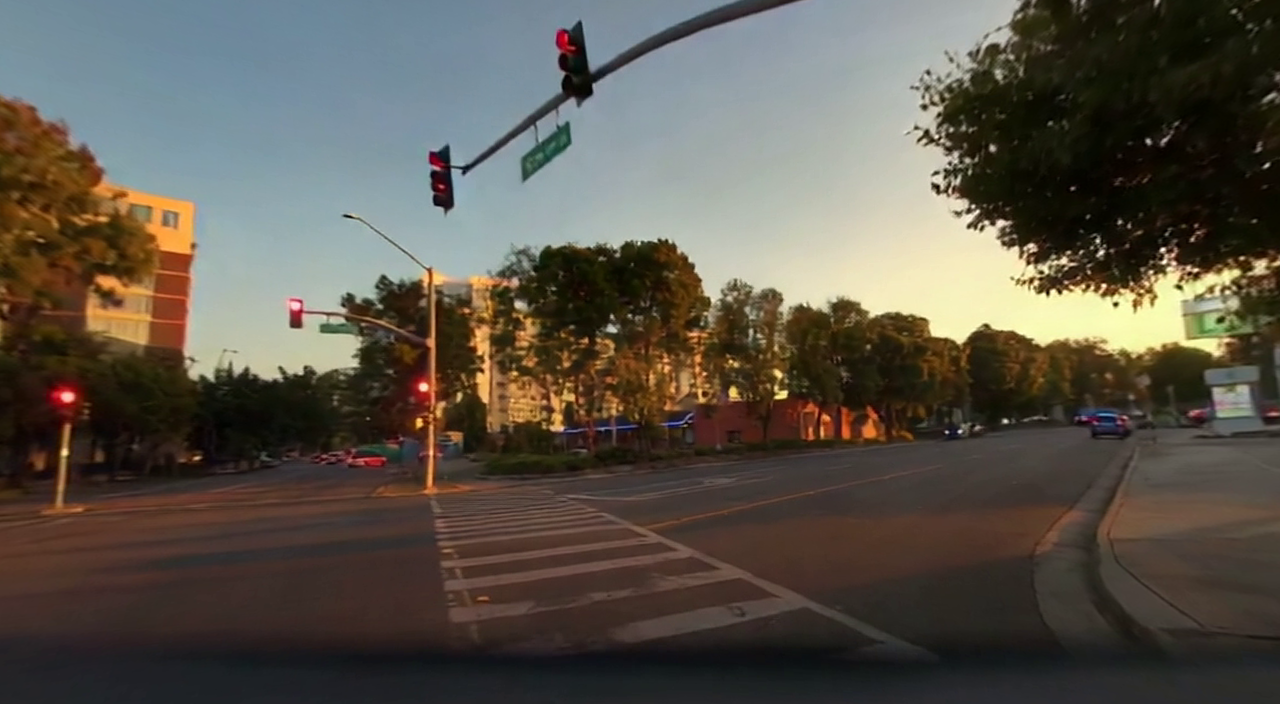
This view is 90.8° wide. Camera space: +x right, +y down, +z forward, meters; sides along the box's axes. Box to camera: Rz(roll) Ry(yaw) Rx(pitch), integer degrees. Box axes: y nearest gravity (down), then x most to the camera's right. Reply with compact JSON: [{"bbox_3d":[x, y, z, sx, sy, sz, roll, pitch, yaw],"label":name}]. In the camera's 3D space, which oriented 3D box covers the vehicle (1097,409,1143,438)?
[{"bbox_3d":[34.771,5.266,45.727,2.194,1.896,5.049,-8,-11,40],"label":"vehicle"}]
